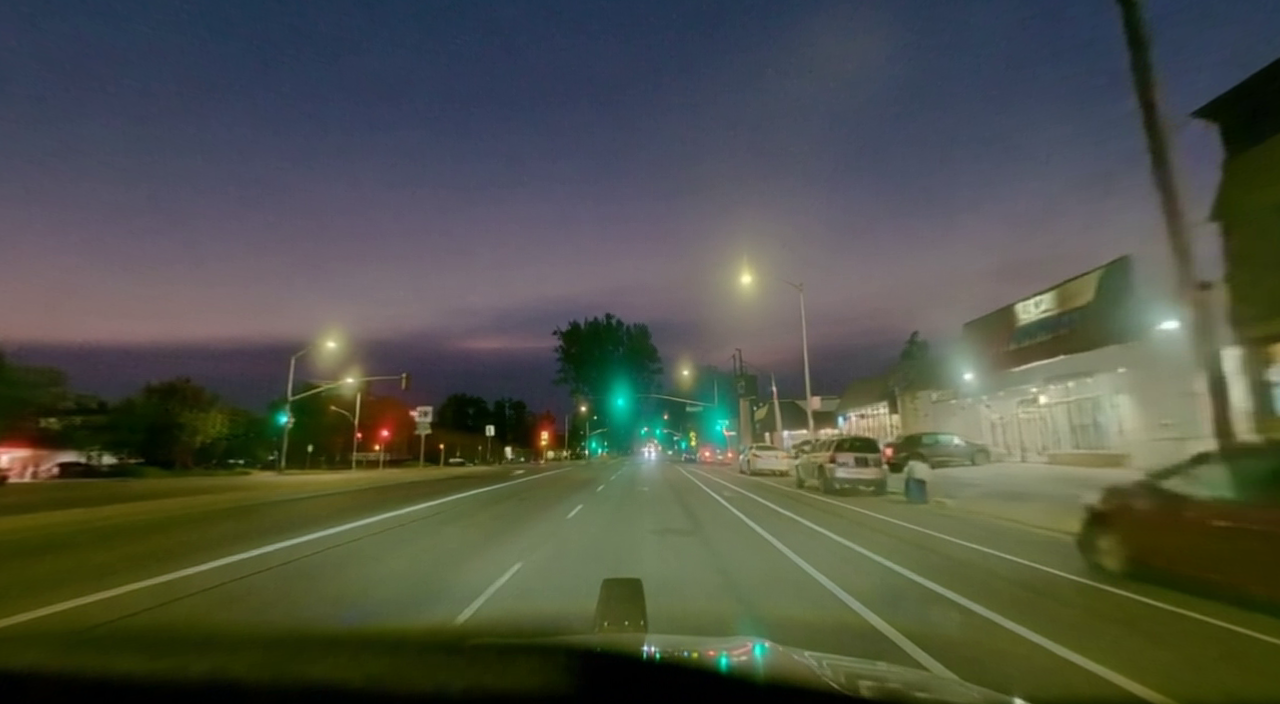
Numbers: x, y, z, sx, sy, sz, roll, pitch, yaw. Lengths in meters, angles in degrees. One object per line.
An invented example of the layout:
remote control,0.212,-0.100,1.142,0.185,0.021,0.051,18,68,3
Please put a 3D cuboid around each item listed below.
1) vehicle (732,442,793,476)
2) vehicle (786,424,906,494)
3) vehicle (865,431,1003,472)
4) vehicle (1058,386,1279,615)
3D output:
vehicle,6.089,5.374,31.878,2.057,1.541,4.735,0,-9,-1
vehicle,5.990,3.204,19.065,1.931,1.814,4.870,0,-9,0
vehicle,11.648,3.971,25.206,4.532,1.528,1.929,0,-8,2
vehicle,5.802,1.081,4.542,1.965,1.705,5.114,0,-9,-1
